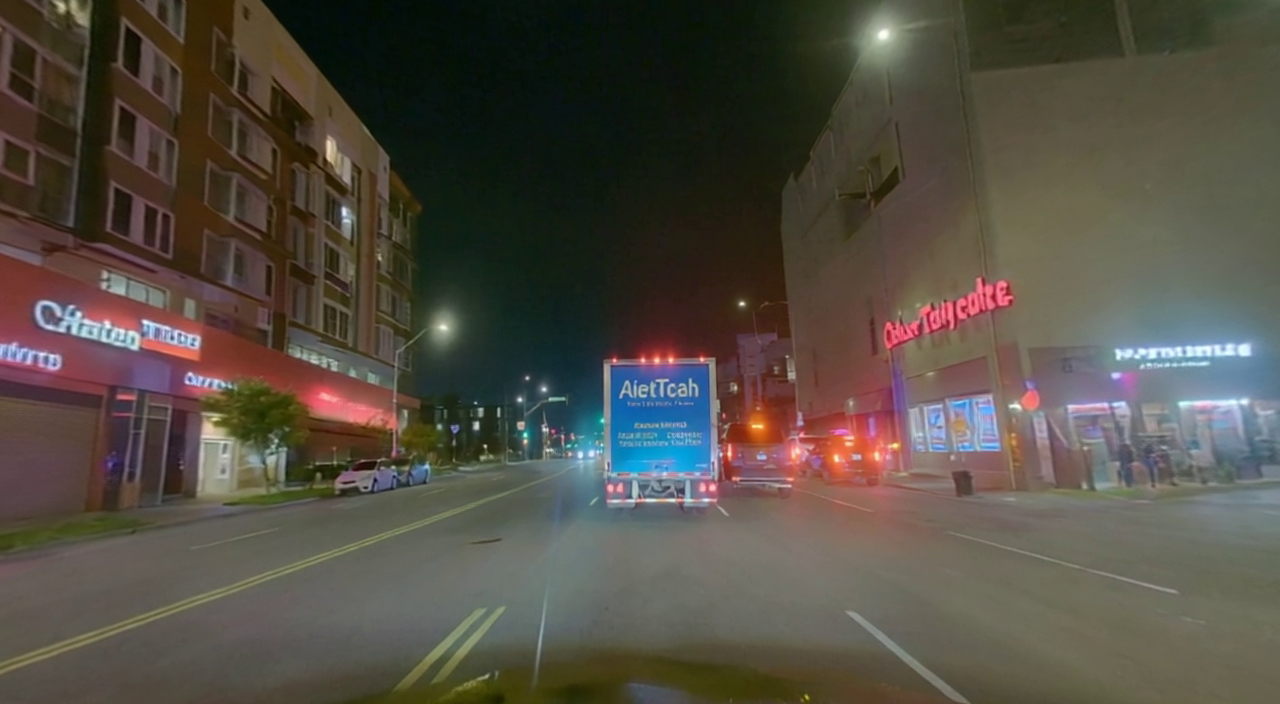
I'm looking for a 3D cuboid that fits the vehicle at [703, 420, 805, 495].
[{"bbox_3d":[3.489,3.387,20.432,2.346,2.062,5.236,0,-9,0],"label":"vehicle"}]

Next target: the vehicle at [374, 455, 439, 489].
[{"bbox_3d":[-13.127,6.750,35.569,1.943,1.682,4.365,0,-9,0],"label":"vehicle"}]

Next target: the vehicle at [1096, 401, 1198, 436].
[{"bbox_3d":[25.997,3.474,32.367,1.811,1.623,3.921,0,-9,-3],"label":"vehicle"}]

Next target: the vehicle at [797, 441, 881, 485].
[{"bbox_3d":[7.751,4.359,24.908,1.951,1.548,4.290,0,-9,1],"label":"vehicle"}]

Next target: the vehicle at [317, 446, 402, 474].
[{"bbox_3d":[-21.638,8.312,48.538,5.475,2.011,2.269,-1,-8,6],"label":"vehicle"}]

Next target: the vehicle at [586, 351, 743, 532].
[{"bbox_3d":[0.290,1.904,13.365,2.517,2.926,6.177,0,-9,-2],"label":"vehicle"}]

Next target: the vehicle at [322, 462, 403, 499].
[{"bbox_3d":[-13.284,6.141,30.362,1.901,1.508,4.405,0,-9,0],"label":"vehicle"}]
